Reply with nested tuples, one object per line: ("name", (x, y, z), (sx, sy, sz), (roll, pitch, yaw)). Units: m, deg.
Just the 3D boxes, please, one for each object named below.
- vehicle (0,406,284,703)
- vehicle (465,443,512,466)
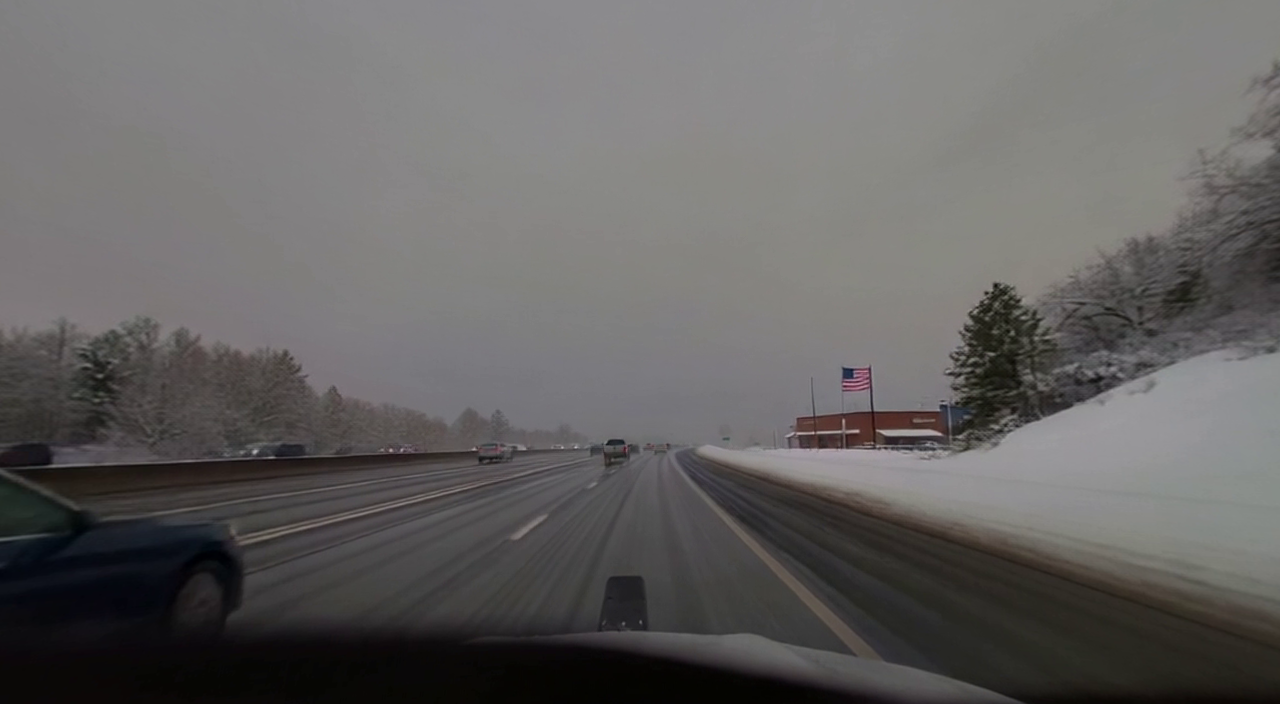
("vehicle", (-3.525, 0.949, 2.359), (1.896, 1.491, 4.146), (0, -8, 1))
("vehicle", (-10.183, 6.921, 42.766), (1.927, 1.454, 4.395), (-1, -8, 3))
